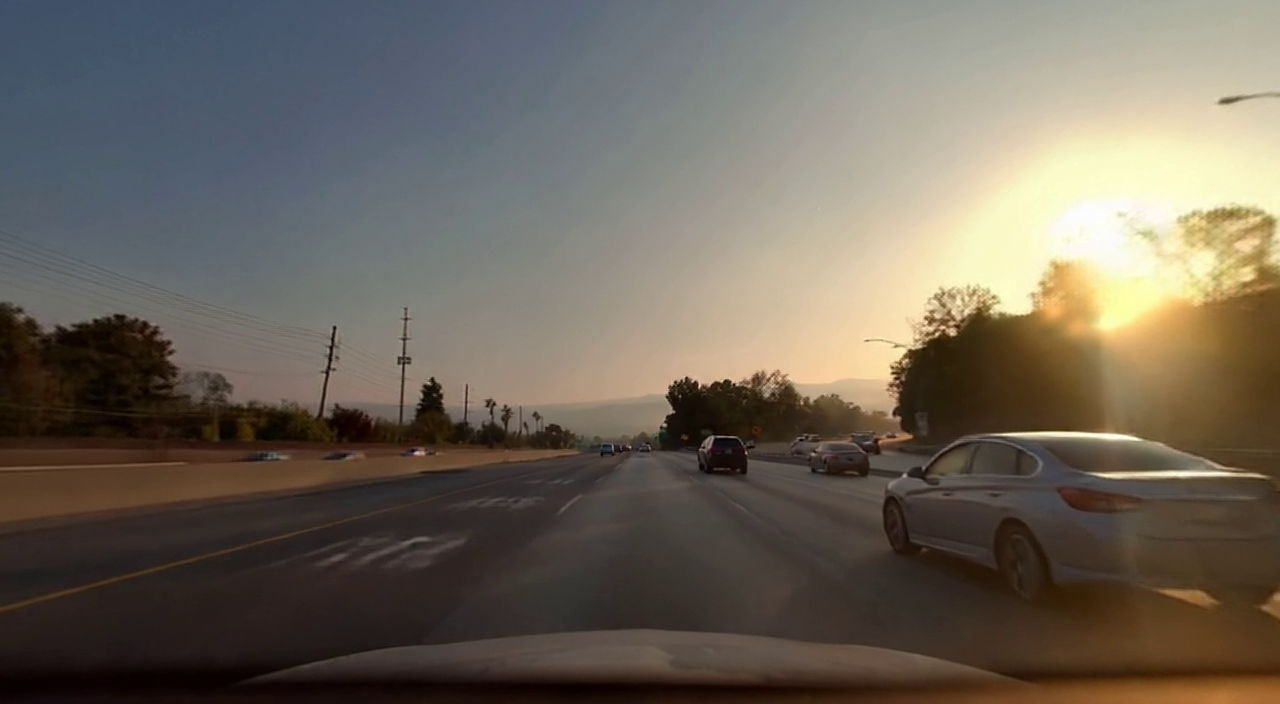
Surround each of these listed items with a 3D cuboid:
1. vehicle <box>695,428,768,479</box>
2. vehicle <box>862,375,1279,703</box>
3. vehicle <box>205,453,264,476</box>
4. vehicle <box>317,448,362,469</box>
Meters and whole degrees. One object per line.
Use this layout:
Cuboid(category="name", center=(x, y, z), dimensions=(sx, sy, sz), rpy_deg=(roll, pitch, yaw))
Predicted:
Cuboid(category="vehicle", center=(3.924, 4.468, 28.163), dimensions=(2.442, 2.022, 5.466), rpy_deg=(0, -8, 0))
Cuboid(category="vehicle", center=(3.815, 1.255, 5.469), dimensions=(2.146, 1.639, 4.475), rpy_deg=(0, -8, 0))
Cuboid(category="vehicle", center=(-26.227, 7.247, 40.930), dimensions=(1.512, 1.348, 3.317), rpy_deg=(0, -8, 3))
Cuboid(category="vehicle", center=(-22.251, 7.887, 46.851), dimensions=(1.588, 1.423, 3.497), rpy_deg=(0, -8, 0))
